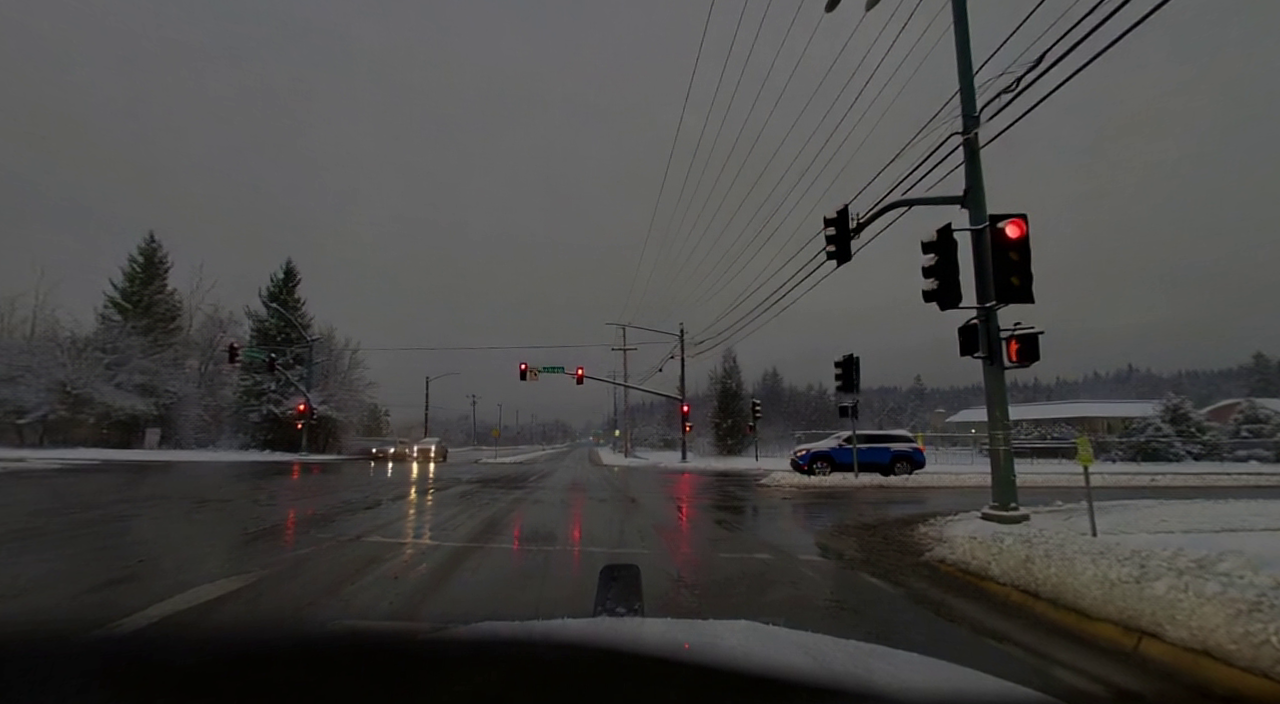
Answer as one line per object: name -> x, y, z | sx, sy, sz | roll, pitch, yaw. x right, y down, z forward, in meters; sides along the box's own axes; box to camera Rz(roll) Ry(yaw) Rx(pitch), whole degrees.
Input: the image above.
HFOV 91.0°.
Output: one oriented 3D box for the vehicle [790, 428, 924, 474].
vehicle -> 8.698, 4.029, 25.719 | 4.884, 1.714, 2.021 | -2, -9, 12
